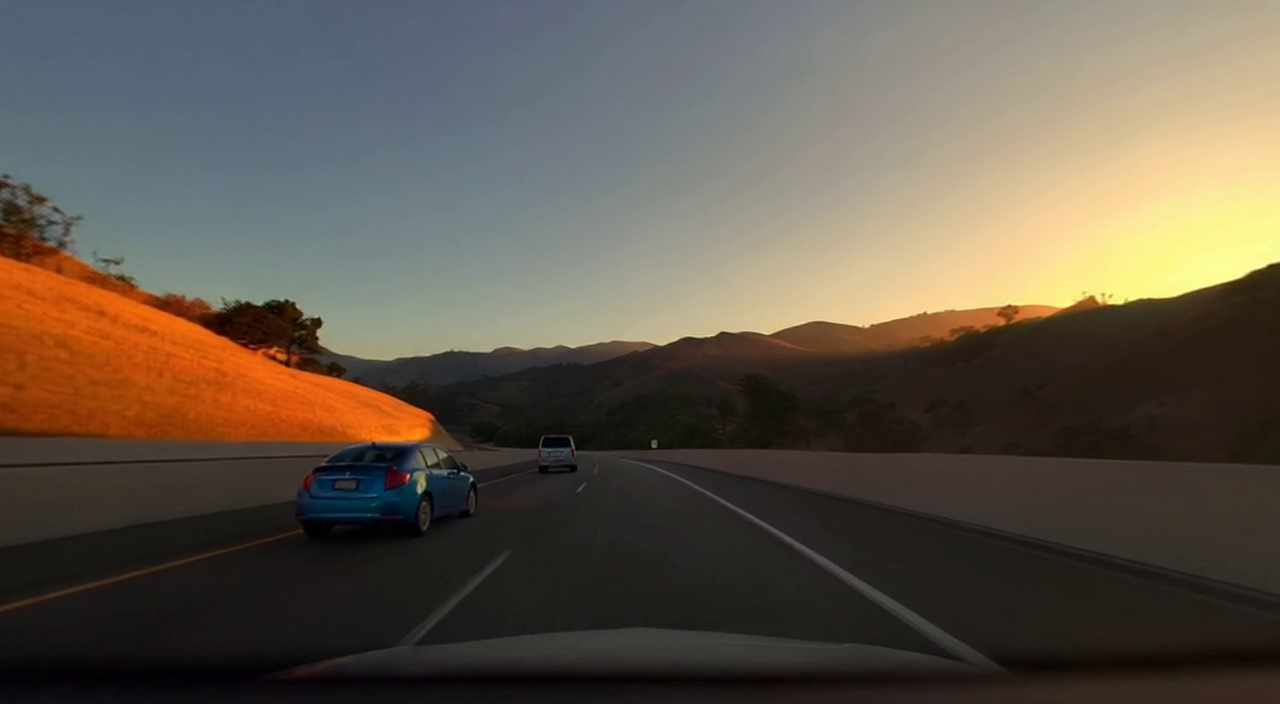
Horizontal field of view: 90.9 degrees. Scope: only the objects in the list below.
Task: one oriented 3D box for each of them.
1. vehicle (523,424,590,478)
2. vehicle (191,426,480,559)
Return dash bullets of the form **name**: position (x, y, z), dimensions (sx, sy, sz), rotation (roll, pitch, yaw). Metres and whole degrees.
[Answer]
- **vehicle**: position (-3.719, 4.569, 29.207), dimensions (2.444, 2.204, 5.568), rotation (0, -9, -1)
- **vehicle**: position (-4.129, 1.982, 9.670), dimensions (2.097, 1.511, 4.585), rotation (0, -9, 1)
